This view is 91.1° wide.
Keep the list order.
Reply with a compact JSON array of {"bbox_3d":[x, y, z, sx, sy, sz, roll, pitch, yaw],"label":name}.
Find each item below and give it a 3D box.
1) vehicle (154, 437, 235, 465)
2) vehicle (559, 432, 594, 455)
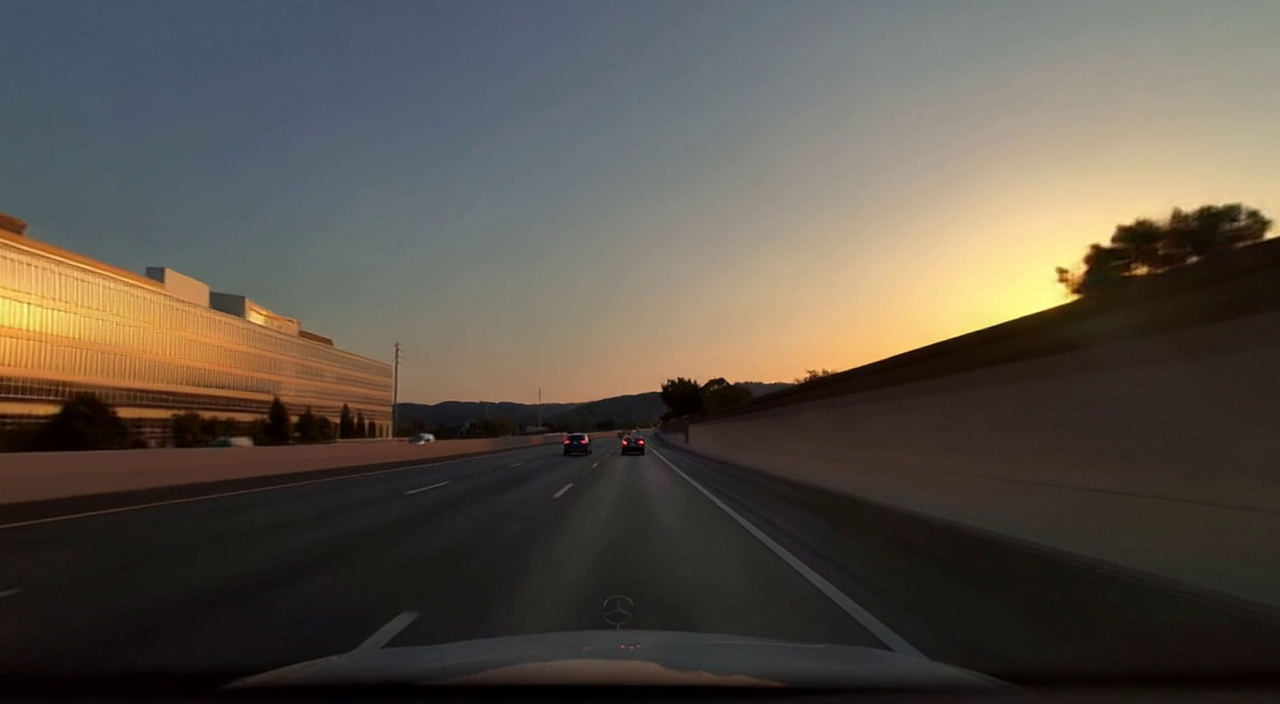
[{"bbox_3d":[-24.973,5.538,35.421,1.749,1.452,3.764,0,-8,1],"label":"vehicle"},{"bbox_3d":[-4.582,6.659,45.975,2.036,1.612,4.510,0,-8,1],"label":"vehicle"}]
